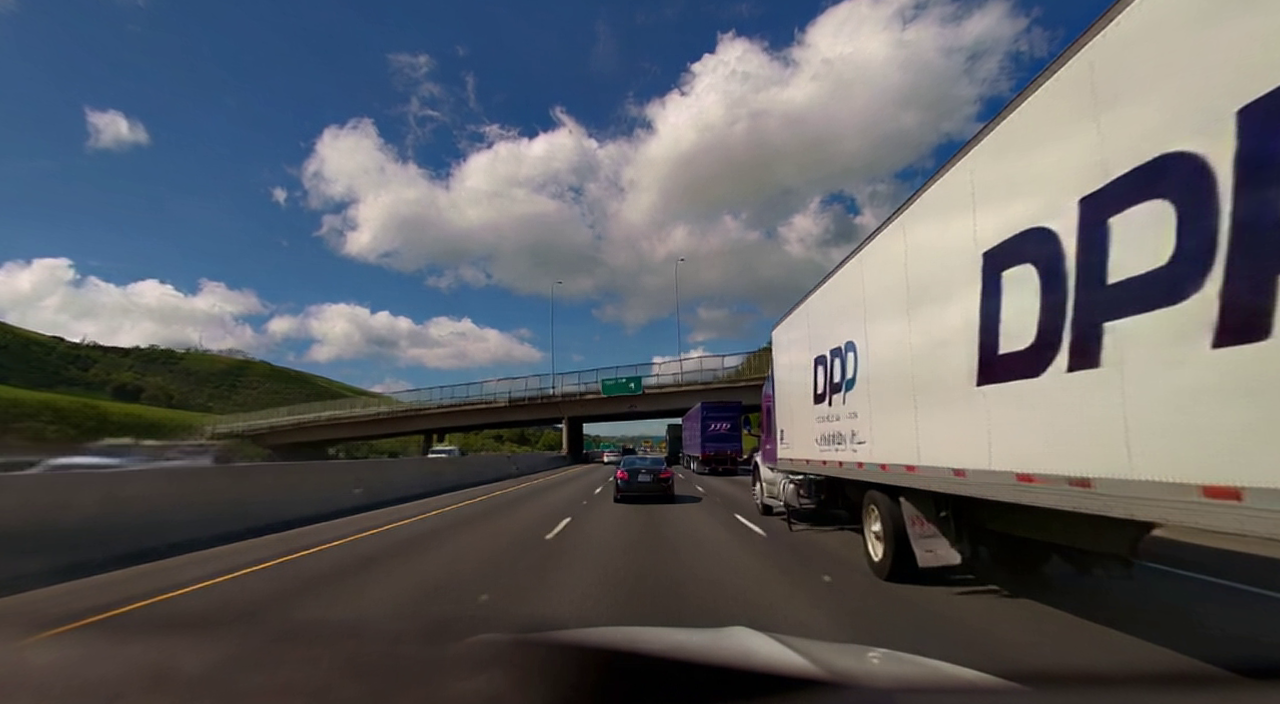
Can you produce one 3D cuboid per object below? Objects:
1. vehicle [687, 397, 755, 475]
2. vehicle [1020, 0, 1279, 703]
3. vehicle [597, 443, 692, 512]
[{"bbox_3d":[4.522,5.068,37.305,2.801,4.039,8.684,0,-9,0],"label":"vehicle"},{"bbox_3d":[4.120,-0.509,0.140,2.802,3.956,8.291,0,-9,0],"label":"vehicle"},{"bbox_3d":[0.101,2.980,15.396,2.029,1.437,3.794,0,-9,0],"label":"vehicle"}]
